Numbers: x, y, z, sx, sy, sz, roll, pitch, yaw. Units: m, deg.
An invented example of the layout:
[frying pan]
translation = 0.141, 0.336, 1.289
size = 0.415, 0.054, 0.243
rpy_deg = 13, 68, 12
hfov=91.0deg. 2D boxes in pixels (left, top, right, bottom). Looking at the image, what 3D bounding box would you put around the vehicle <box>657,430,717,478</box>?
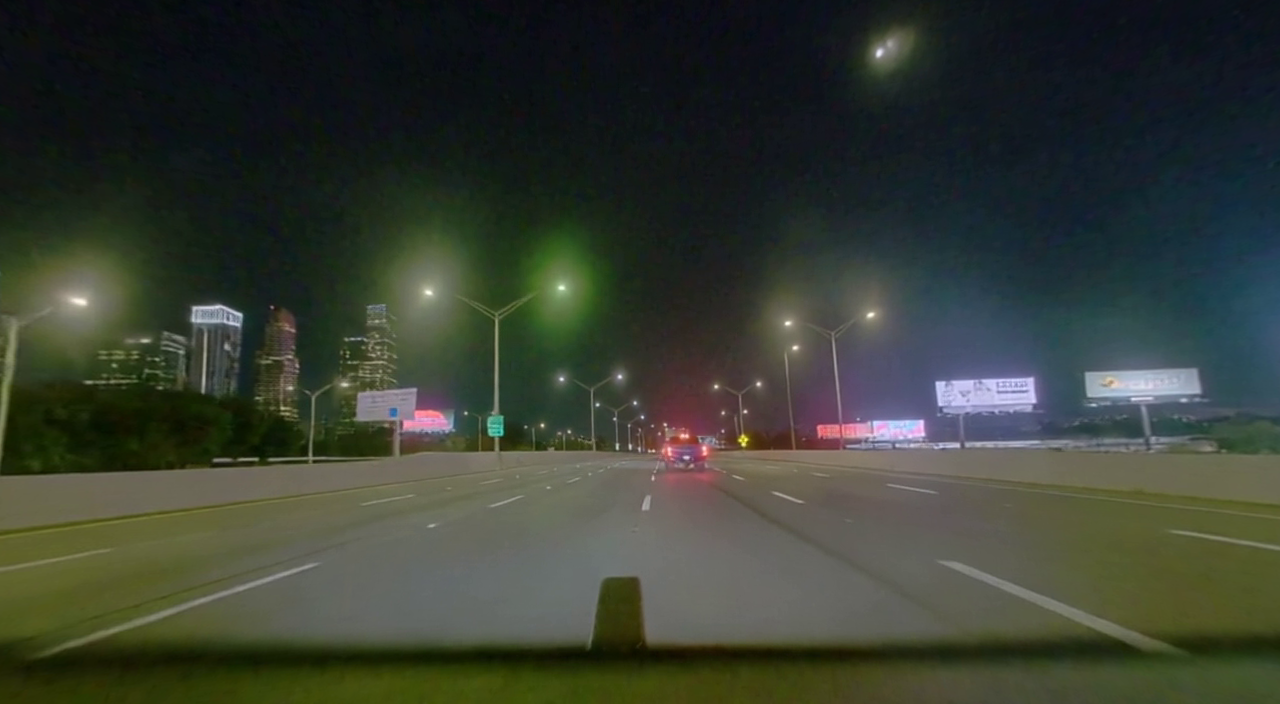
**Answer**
[vehicle]
translation = 2.290, 5.190, 32.237
size = 2.740, 2.157, 6.300
rpy_deg = -1, -9, 2
